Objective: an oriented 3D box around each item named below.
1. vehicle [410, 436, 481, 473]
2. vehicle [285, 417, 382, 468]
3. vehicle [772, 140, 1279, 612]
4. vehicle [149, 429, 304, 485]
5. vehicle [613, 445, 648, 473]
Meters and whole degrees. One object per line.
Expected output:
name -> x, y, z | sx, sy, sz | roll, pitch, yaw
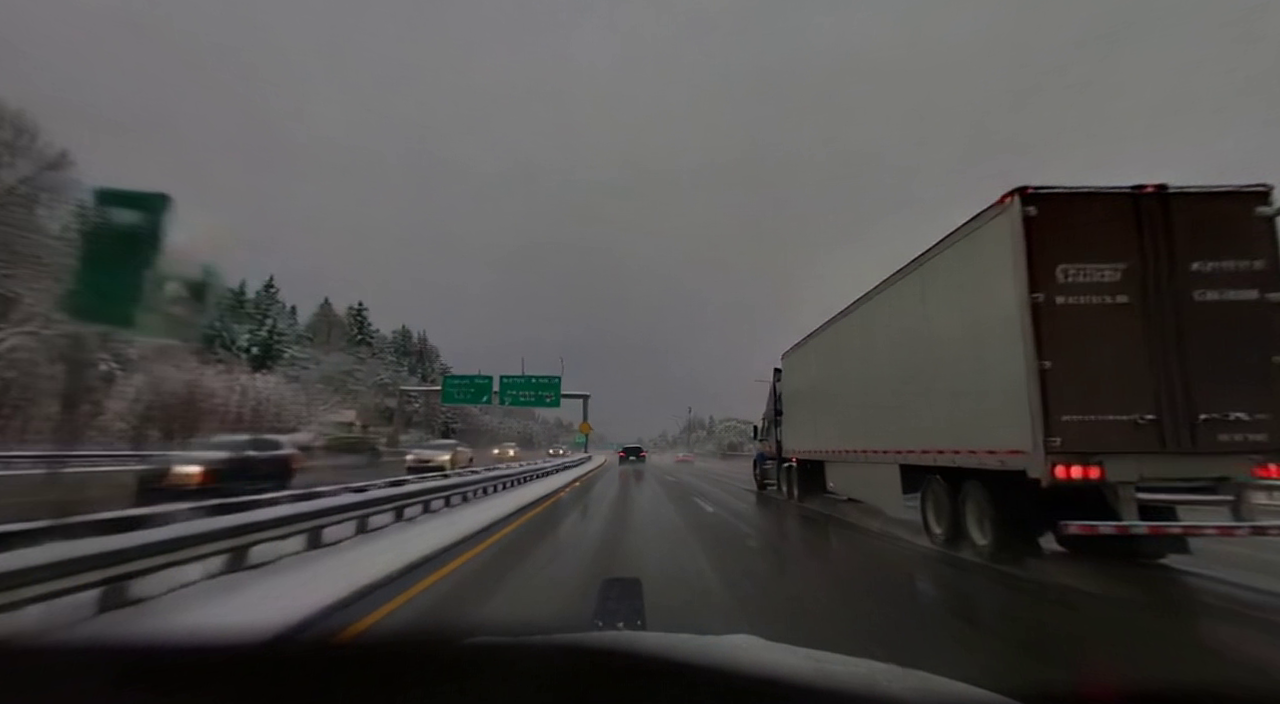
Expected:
vehicle -> -8.414, 4.503, 27.646 | 1.830, 1.480, 4.053 | 0, -9, 0
vehicle -> -16.428, 4.954, 34.260 | 2.319, 2.536, 6.071 | 0, -9, -2
vehicle -> 5.389, 1.171, 12.248 | 2.890, 4.006, 14.039 | 0, -9, 1
vehicle -> -11.937, 3.076, 18.587 | 1.786, 1.451, 4.104 | 0, -9, 0
vehicle -> -0.583, 6.657, 39.347 | 2.111, 1.599, 3.859 | 0, -9, 0
